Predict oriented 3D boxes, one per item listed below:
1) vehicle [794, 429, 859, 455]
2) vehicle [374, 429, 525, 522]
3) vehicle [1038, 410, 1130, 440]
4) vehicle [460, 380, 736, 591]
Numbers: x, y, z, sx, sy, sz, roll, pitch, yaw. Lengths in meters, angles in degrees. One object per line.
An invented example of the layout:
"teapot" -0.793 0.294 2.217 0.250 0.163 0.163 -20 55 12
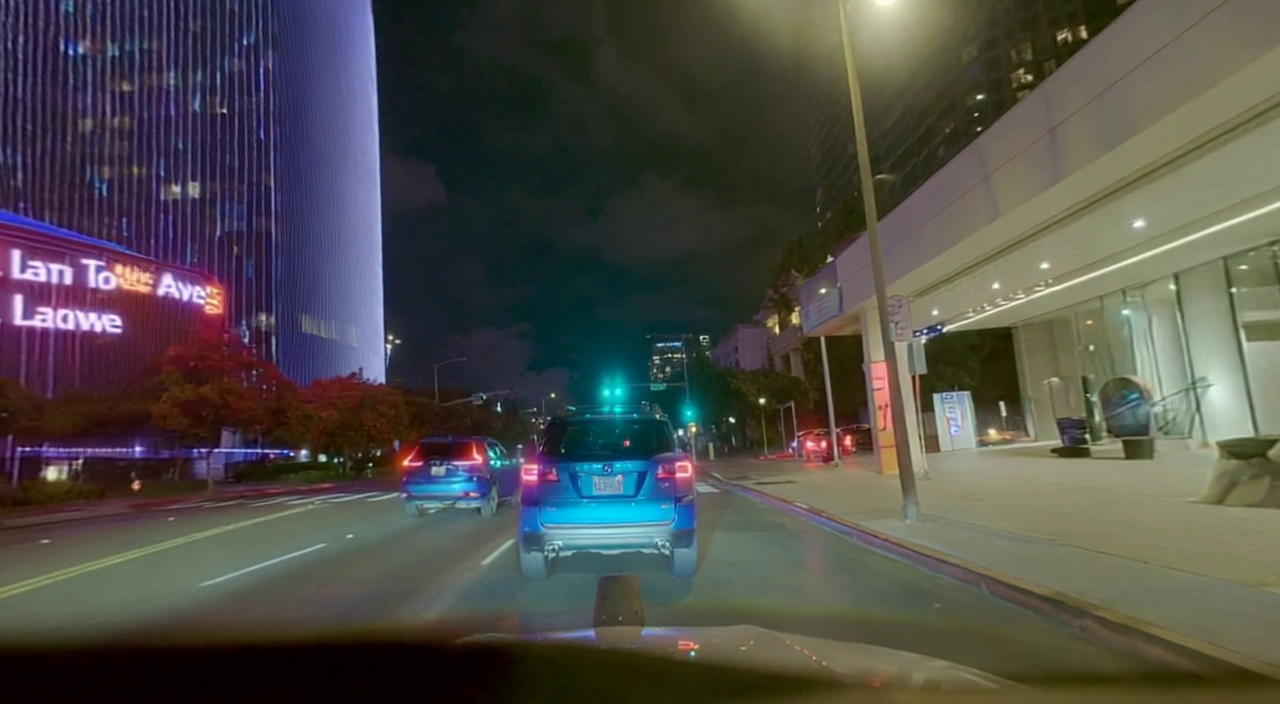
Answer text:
"vehicle" 10.696 5.155 36.119 1.877 1.416 3.965 -8 -11 43
"vehicle" -3.888 2.584 13.828 1.971 1.658 4.428 0 -8 -1
"vehicle" 24.458 4.054 34.888 3.826 1.544 1.754 1 -8 -5
"vehicle" -0.456 1.544 8.123 2.531 1.930 4.382 0 -8 -2
